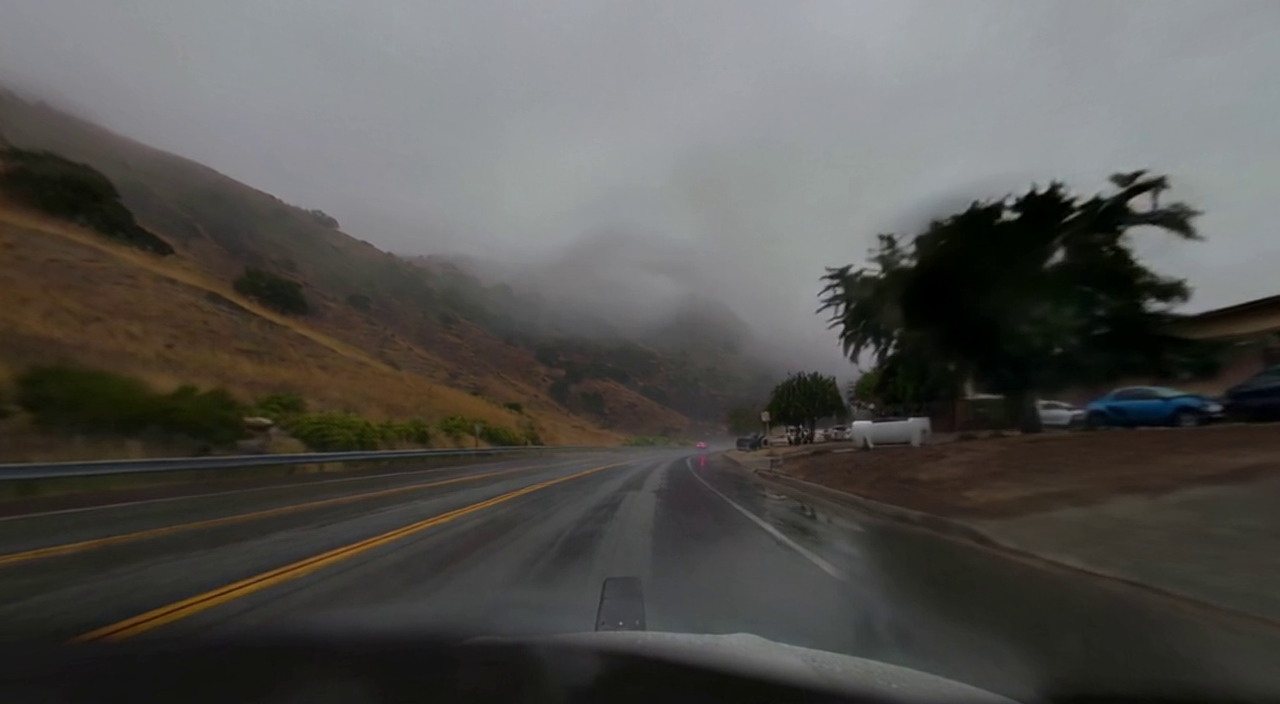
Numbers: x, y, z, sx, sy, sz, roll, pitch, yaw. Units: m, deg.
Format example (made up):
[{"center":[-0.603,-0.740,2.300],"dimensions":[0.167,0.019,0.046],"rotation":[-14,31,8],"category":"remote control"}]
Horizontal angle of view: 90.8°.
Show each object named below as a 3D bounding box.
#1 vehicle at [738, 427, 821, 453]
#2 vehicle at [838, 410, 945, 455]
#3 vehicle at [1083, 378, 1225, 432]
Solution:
[{"center":[10.615,6.857,48.763],"dimensions":[2.216,1.887,6.388],"rotation":[6,-11,-34],"category":"vehicle"},{"center":[9.706,3.237,24.901],"dimensions":[2.103,1.447,4.727],"rotation":[-4,-9,-2],"category":"vehicle"},{"center":[20.324,2.208,25.289],"dimensions":[1.933,1.770,4.325],"rotation":[-3,-9,0],"category":"vehicle"}]
